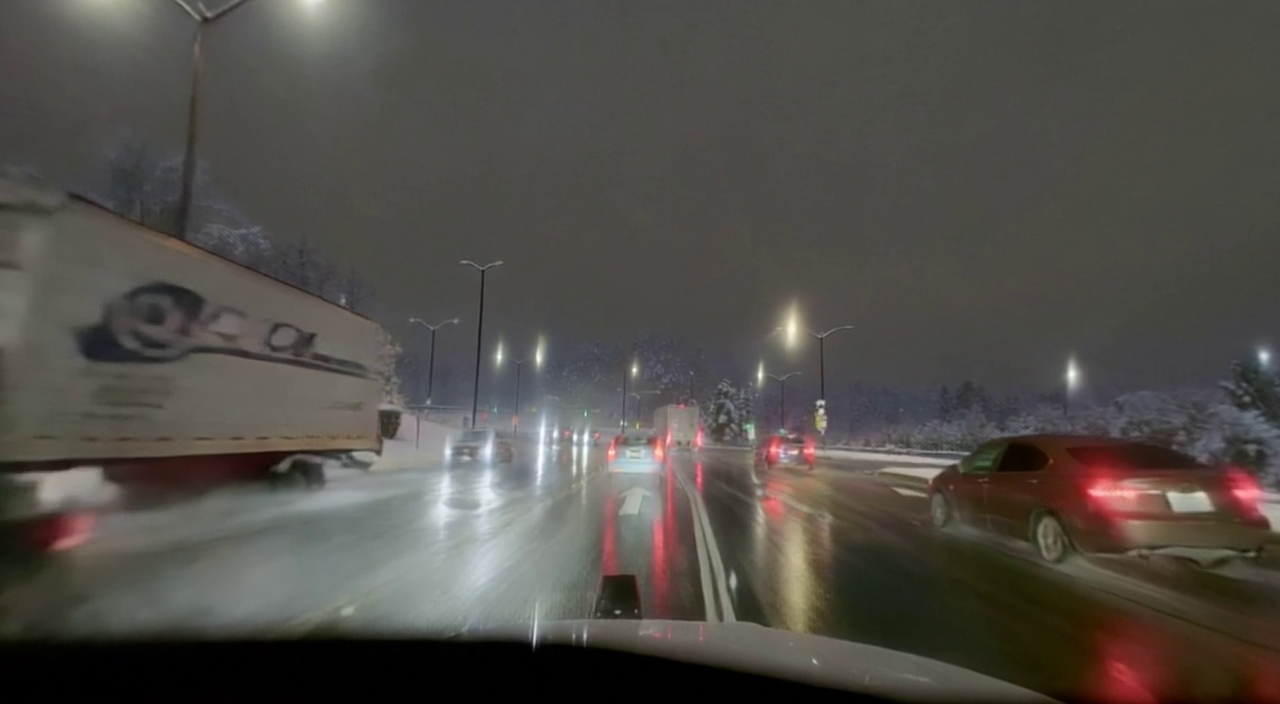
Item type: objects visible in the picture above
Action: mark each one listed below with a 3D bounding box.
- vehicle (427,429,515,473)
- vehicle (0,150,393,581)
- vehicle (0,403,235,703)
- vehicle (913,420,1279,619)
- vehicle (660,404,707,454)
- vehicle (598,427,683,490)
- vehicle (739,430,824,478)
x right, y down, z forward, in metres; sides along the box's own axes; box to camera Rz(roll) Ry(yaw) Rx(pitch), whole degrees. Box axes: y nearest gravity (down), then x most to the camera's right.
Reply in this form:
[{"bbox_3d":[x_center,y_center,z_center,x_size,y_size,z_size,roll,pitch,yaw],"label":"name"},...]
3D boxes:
[{"bbox_3d":[-6.201,3.683,23.705,1.980,1.499,4.417,0,-8,2],"label":"vehicle"},{"bbox_3d":[-7.034,0.438,8.002,2.986,3.821,10.059,0,-8,5],"label":"vehicle"},{"bbox_3d":[-4.064,0.863,2.283,1.964,1.428,4.481,0,-8,5],"label":"vehicle"},{"bbox_3d":[5.064,1.551,7.030,2.081,1.434,4.833,0,-8,3],"label":"vehicle"},{"bbox_3d":[3.144,5.857,47.507,2.917,3.482,6.946,0,-8,-1],"label":"vehicle"},{"bbox_3d":[0.052,2.758,16.687,1.991,1.472,3.518,0,-8,1],"label":"vehicle"},{"bbox_3d":[4.772,3.469,21.777,1.889,1.480,3.876,1,-8,-2],"label":"vehicle"}]
